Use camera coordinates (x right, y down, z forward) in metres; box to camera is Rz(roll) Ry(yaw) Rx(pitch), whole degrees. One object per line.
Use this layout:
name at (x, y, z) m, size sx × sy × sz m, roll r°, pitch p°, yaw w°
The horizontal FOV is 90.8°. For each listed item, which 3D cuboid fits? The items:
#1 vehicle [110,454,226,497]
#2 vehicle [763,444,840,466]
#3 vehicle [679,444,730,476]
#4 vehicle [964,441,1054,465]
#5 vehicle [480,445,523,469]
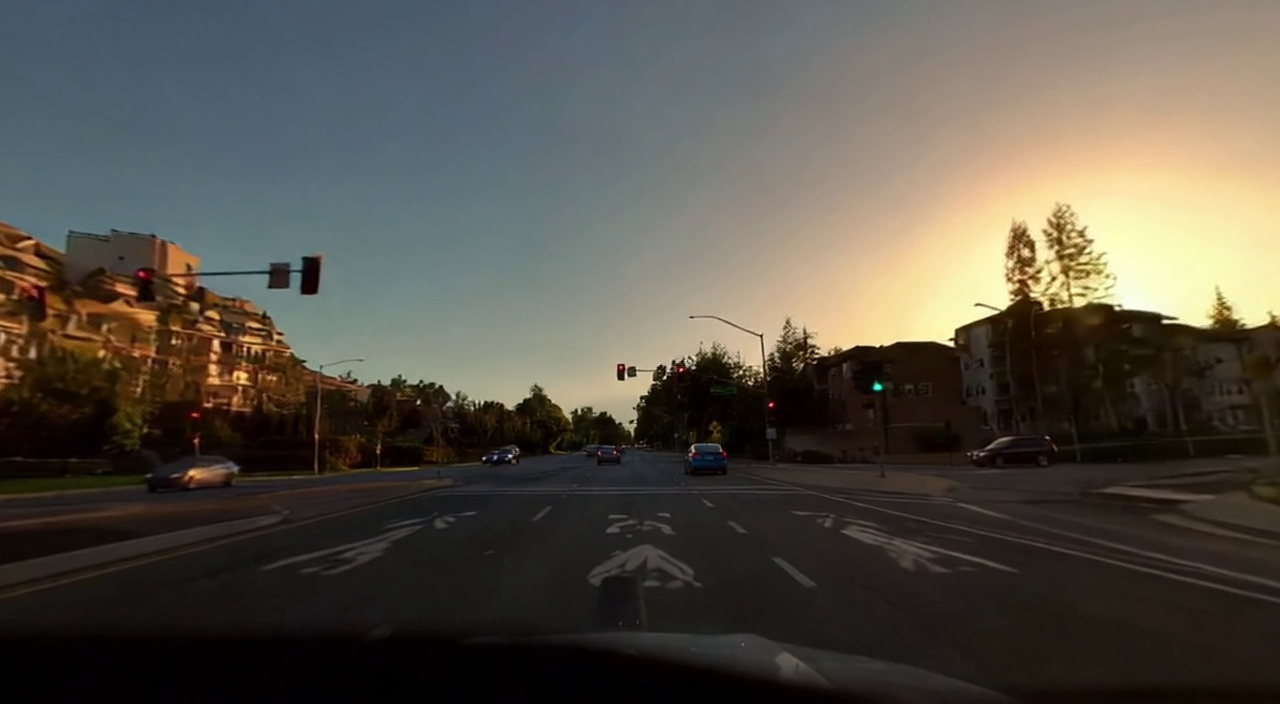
vehicle at (-21.371, 5.581, 28.879) m, size 1.913 × 1.700 × 4.359 m, roll 0°, pitch -8°, yaw 0°
vehicle at (11.995, 7.660, 47.155) m, size 5.209 × 1.574 × 2.008 m, roll -8°, pitch -11°, yaw 42°
vehicle at (3.208, 5.476, 32.278) m, size 2.068 × 1.497 × 4.247 m, roll 0°, pitch -8°, yaw -1°
vehicle at (24.057, 6.584, 41.353) m, size 4.580 × 1.494 × 2.029 m, roll 0°, pitch -8°, yaw 3°
vehicle at (-10.124, 7.689, 46.555) m, size 2.089 × 1.712 × 4.638 m, roll 0°, pitch -8°, yaw 1°
